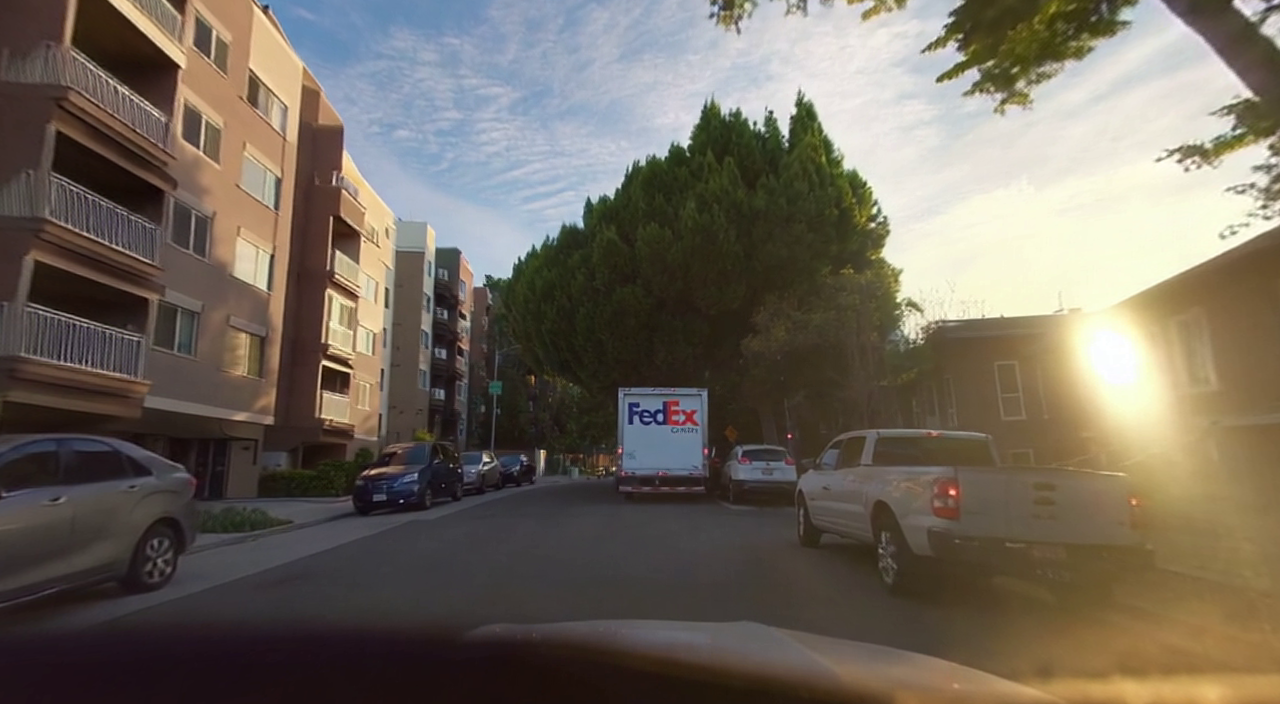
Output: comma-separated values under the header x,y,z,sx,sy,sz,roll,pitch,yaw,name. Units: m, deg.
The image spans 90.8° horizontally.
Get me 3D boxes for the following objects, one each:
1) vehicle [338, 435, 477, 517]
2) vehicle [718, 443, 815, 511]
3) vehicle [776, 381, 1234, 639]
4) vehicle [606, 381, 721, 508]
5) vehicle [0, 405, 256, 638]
x,y,z,sx,sy,sz,roll,pitch,yaw,name
-5.968,3.204,16.925,2.020,1.867,4.654,0,-8,-1,vehicle
3.308,3.320,17.287,1.868,1.623,3.815,0,-9,0,vehicle
3.437,1.631,7.757,2.221,1.991,5.564,0,-8,-1,vehicle
0.533,2.978,20.439,2.930,3.275,8.180,0,-8,-1,vehicle
-5.904,1.432,5.737,2.089,1.757,4.256,0,-8,1,vehicle
